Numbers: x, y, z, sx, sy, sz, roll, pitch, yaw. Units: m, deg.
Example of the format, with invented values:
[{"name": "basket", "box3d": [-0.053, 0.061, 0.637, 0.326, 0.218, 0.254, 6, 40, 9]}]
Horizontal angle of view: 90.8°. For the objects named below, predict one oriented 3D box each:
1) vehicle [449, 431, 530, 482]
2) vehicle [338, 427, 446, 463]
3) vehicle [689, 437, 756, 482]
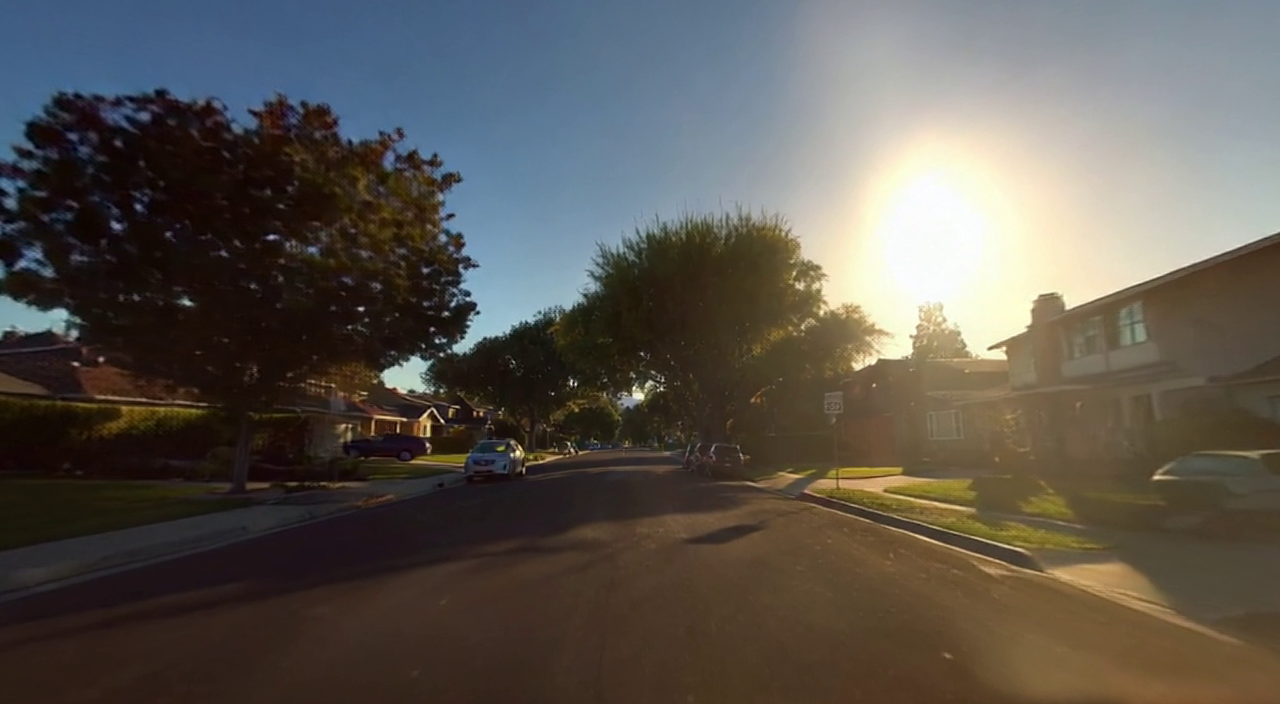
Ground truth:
[{"name": "vehicle", "box3d": [-6.406, 4.548, 27.701, 2.322, 1.949, 5.695, -1, -9, -2]}, {"name": "vehicle", "box3d": [-13.536, 5.134, 34.750, 5.024, 1.903, 2.102, 0, -9, 0]}, {"name": "vehicle", "box3d": [3.405, 4.554, 26.988, 2.033, 1.730, 4.554, 0, -9, -2]}]
